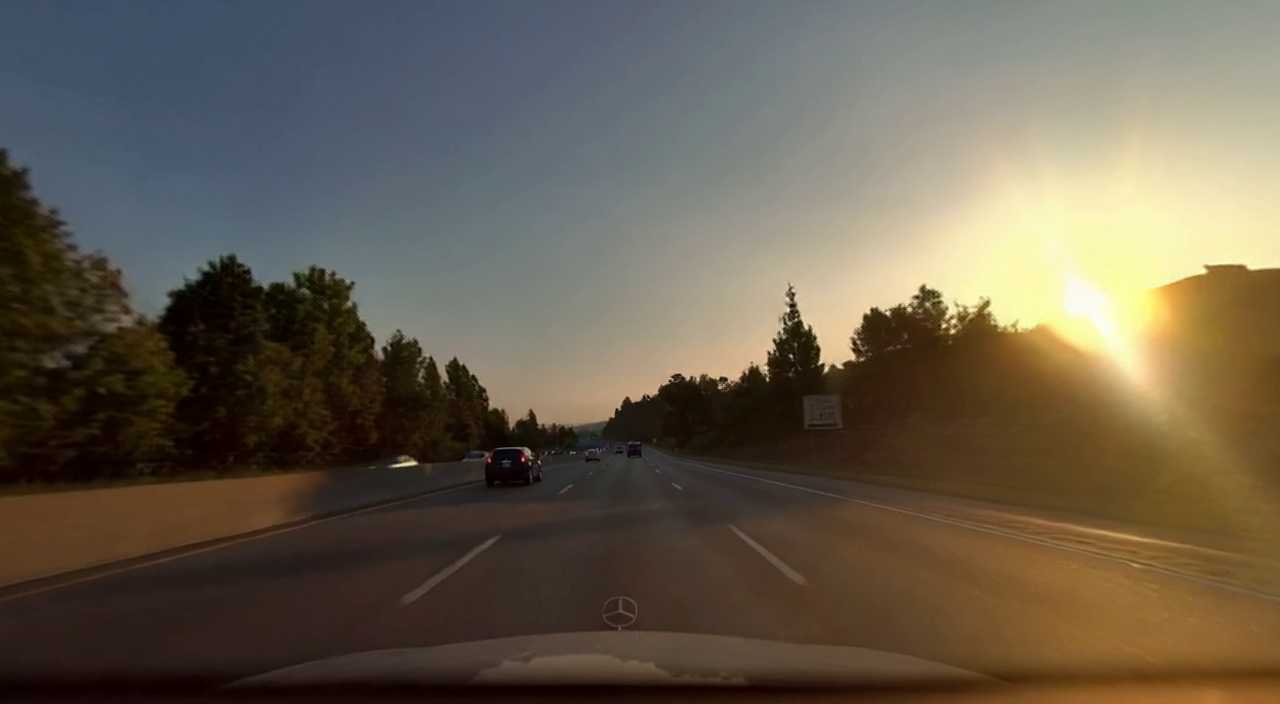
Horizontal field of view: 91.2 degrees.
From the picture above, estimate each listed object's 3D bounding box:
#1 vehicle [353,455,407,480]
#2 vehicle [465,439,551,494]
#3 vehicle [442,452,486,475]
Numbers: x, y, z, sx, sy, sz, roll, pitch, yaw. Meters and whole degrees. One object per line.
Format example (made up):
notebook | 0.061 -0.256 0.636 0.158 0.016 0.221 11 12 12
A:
vehicle | -17.194 7.637 41.679 1.838 1.462 4.079 -1 -9 0
vehicle | -4.475 3.934 21.969 2.151 1.693 4.201 0 -9 0
vehicle | -12.929 8.222 46.331 1.974 1.526 4.335 -1 -9 0
